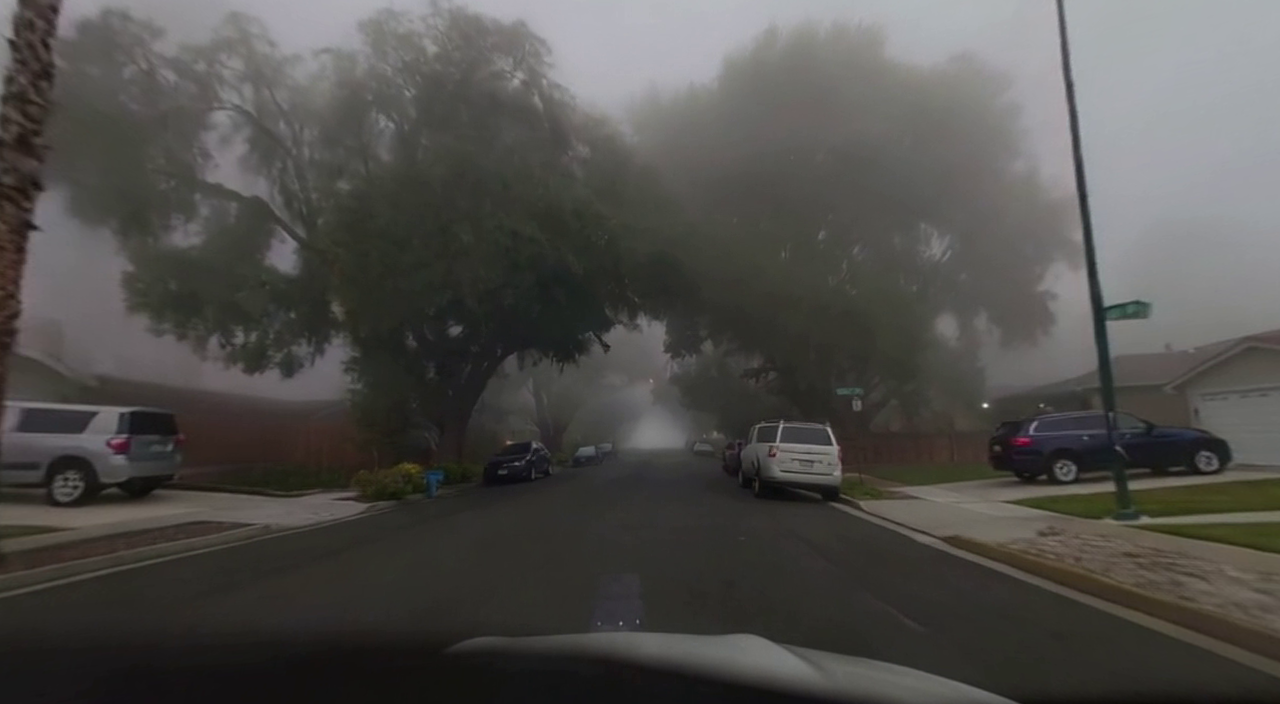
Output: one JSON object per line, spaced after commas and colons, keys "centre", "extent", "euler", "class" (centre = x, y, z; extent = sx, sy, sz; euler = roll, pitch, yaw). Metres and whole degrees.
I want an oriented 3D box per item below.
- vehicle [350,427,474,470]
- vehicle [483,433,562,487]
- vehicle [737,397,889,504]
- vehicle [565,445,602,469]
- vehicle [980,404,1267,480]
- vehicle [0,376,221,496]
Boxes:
{"centre": [-10.758, 4.600, 30.192], "extent": [4.991, 1.947, 2.329], "euler": [0, -8, 0], "class": "vehicle"}
{"centre": [-4.378, 4.058, 24.374], "extent": [2.147, 1.823, 4.725], "euler": [-1, -7, 0], "class": "vehicle"}
{"centre": [3.800, 2.362, 15.303], "extent": [2.184, 2.038, 6.212], "euler": [0, -9, 3], "class": "vehicle"}
{"centre": [-3.727, 7.097, 42.436], "extent": [2.080, 1.479, 4.531], "euler": [-1, -10, 0], "class": "vehicle"}
{"centre": [10.348, 1.987, 13.863], "extent": [4.643, 1.520, 1.826], "euler": [-1, -9, 4], "class": "vehicle"}
{"centre": [-11.241, 1.552, 11.607], "extent": [5.340, 1.948, 2.398], "euler": [0, -9, 2], "class": "vehicle"}
